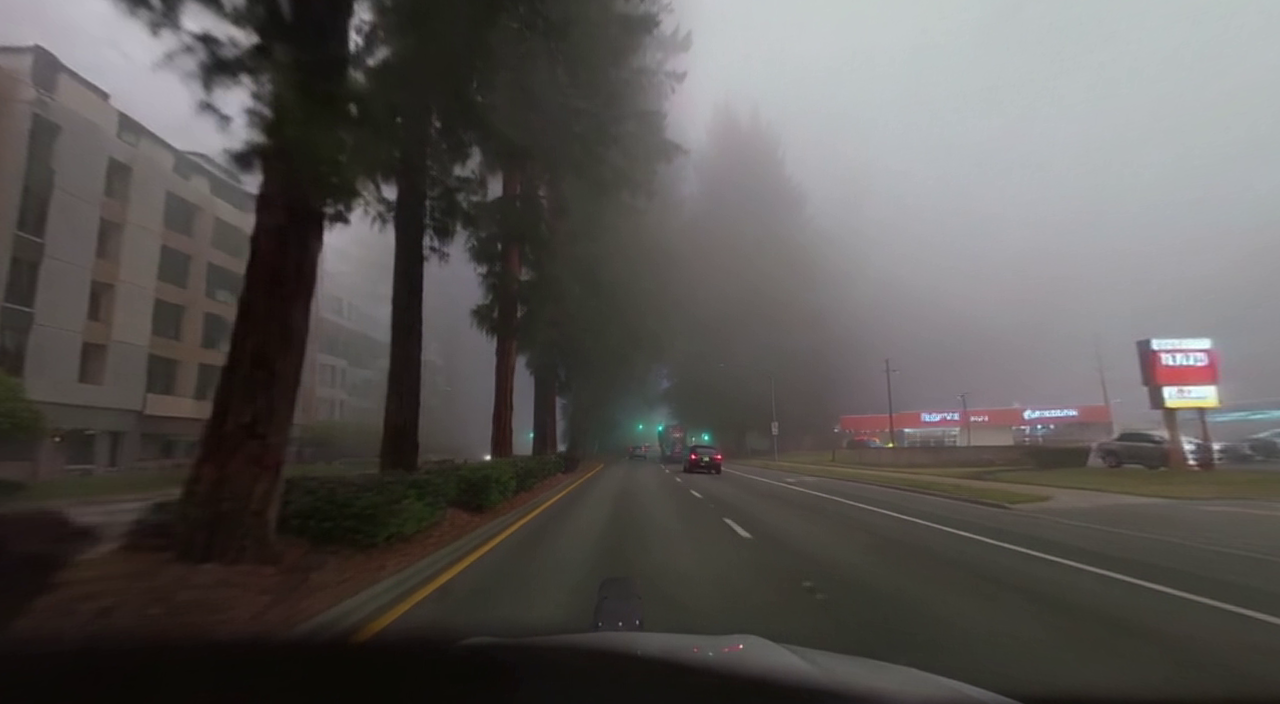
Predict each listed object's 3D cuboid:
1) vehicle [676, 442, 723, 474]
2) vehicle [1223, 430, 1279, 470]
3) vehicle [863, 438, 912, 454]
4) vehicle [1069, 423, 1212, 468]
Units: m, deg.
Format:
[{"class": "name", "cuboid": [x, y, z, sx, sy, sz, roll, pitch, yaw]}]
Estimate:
[{"class": "vehicle", "cuboid": [3.151, 5.667, 34.150, 2.041, 1.531, 4.236, 1, -7, -1]}, {"class": "vehicle", "cuboid": [31.733, 4.926, 31.841, 2.269, 1.862, 4.495, -3, -9, 28]}, {"class": "vehicle", "cuboid": [19.209, 7.325, 49.131, 3.242, 1.165, 1.363, 1, -7, -5]}, {"class": "vehicle", "cuboid": [20.626, 3.862, 26.154, 4.210, 1.727, 2.227, 2, -7, -8]}]
